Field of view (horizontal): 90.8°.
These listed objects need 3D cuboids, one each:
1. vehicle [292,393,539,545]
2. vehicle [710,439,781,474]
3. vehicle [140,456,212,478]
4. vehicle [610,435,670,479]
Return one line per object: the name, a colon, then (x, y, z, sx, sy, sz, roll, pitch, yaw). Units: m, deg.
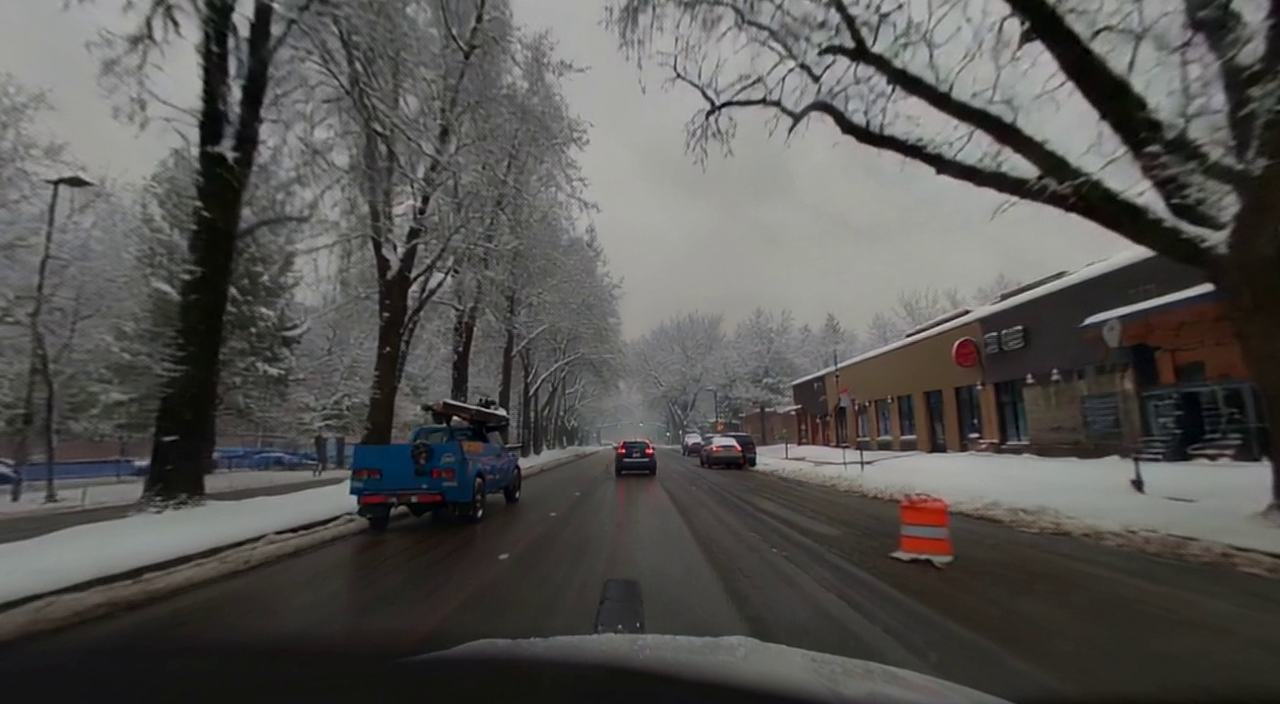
vehicle: (-3.537, 2.025, 11.572, 2.424, 2.063, 5.678, 0, -8, 0)
vehicle: (5.150, 5.151, 31.403, 2.082, 1.601, 4.451, 1, -9, -10)
vehicle: (-34.888, 8.678, 47.698, 1.876, 1.470, 4.711, 0, -8, 0)
vehicle: (-0.065, 4.563, 27.756, 2.413, 1.748, 4.406, 0, -8, -1)
